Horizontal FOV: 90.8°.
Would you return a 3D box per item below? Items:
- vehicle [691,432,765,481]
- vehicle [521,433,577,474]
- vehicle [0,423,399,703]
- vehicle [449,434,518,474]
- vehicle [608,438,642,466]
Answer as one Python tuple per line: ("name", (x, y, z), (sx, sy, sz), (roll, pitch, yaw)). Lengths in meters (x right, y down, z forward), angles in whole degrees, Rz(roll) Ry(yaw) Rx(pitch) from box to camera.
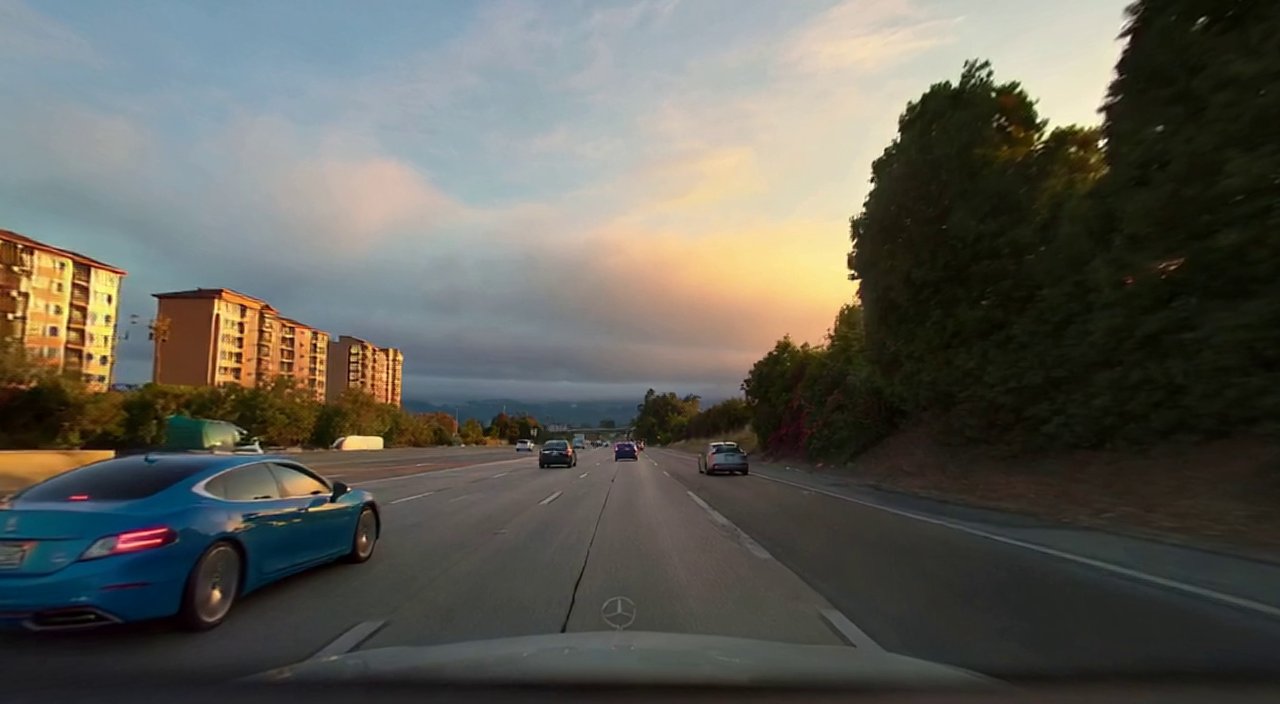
("vehicle", (3.220, 3.951, 24.112), (2.061, 1.658, 4.417), (0, -8, -2))
("vehicle", (-4.244, 4.839, 30.257), (2.044, 1.774, 4.329), (0, -8, 0))
("vehicle", (-3.933, 1.377, 5.176), (2.124, 1.426, 4.444), (0, -8, 0))
("vehicle", (-7.646, 5.044, 31.433), (2.086, 1.776, 5.080), (0, -8, 0))
("vehicle", (-0.918, 6.295, 39.943), (2.053, 1.650, 3.945), (0, -8, -1))
